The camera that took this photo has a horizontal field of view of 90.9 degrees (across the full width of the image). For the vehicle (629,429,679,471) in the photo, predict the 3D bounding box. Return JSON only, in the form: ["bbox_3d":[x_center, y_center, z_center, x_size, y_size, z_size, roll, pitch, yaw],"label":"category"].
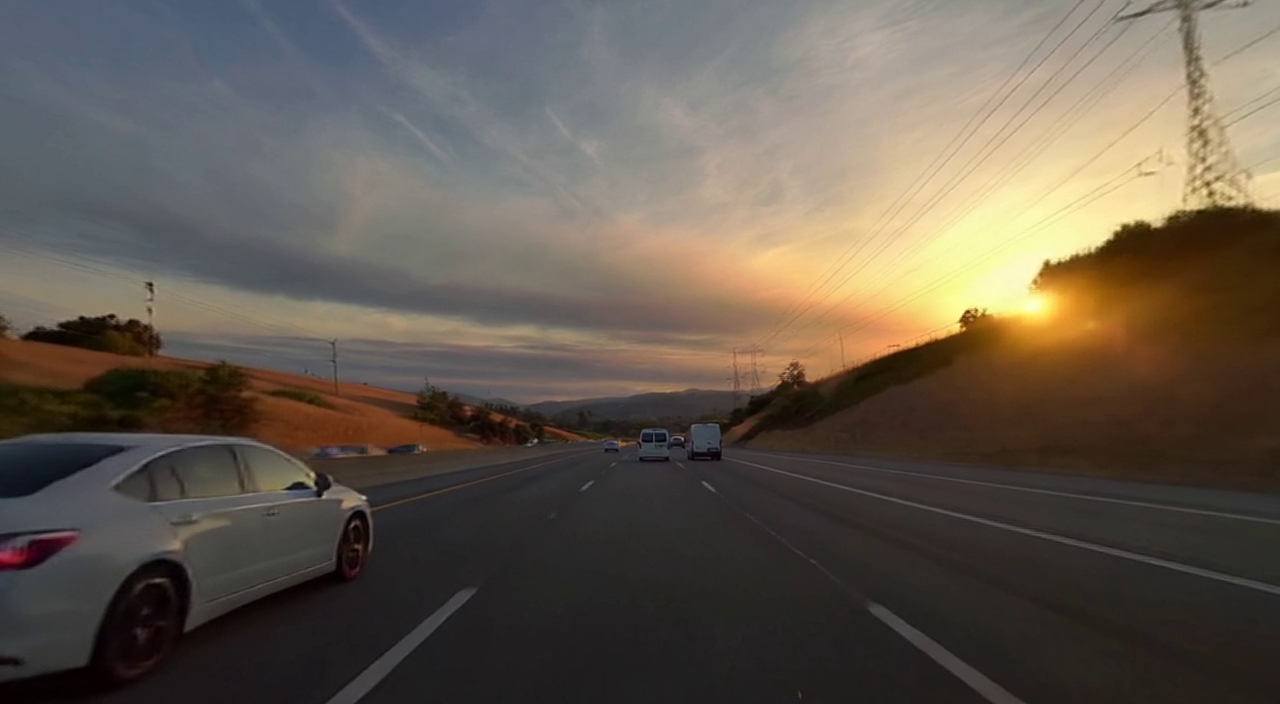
[{"bbox_3d":[0.585,4.516,29.409,2.159,1.811,4.238,0,-8,-1],"label":"vehicle"}]

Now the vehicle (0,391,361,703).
[{"bbox_3d":[-3.308,1.010,3.181,1.890,1.490,4.202,0,-8,0],"label":"vehicle"}]

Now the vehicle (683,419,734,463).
[{"bbox_3d":[3.955,5.228,37.223,2.348,2.429,5.172,0,-8,-1],"label":"vehicle"}]
